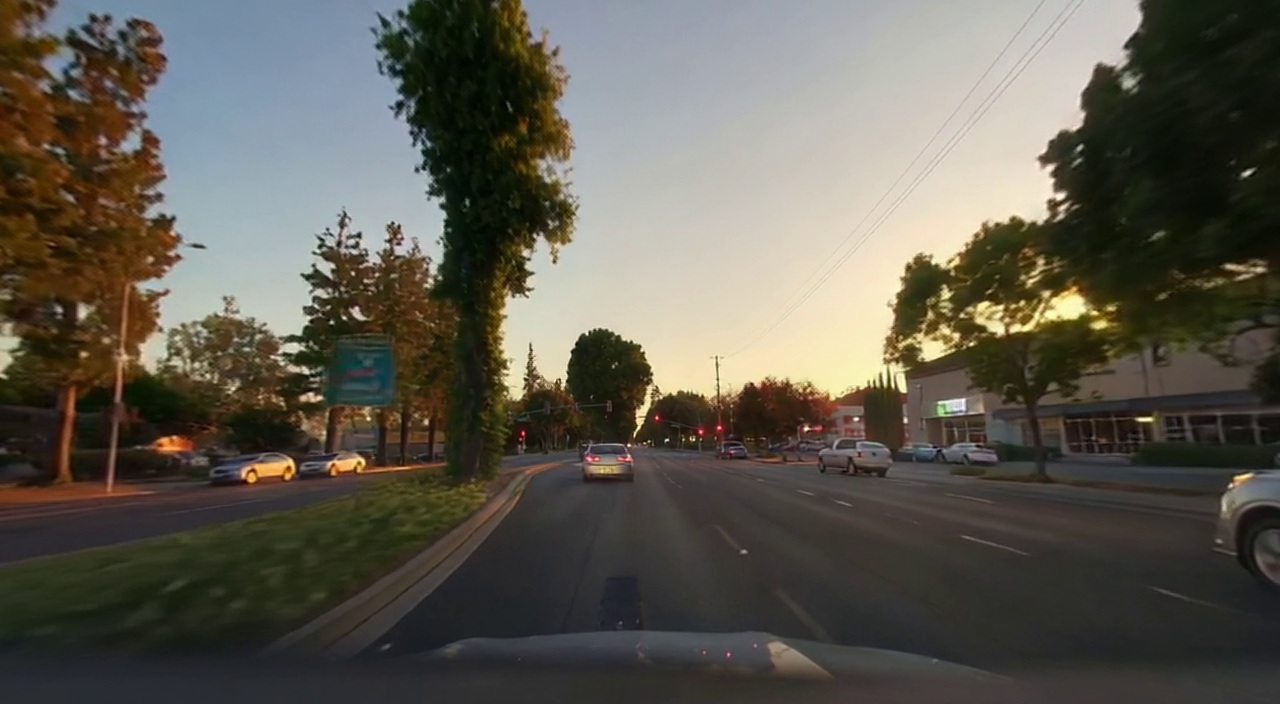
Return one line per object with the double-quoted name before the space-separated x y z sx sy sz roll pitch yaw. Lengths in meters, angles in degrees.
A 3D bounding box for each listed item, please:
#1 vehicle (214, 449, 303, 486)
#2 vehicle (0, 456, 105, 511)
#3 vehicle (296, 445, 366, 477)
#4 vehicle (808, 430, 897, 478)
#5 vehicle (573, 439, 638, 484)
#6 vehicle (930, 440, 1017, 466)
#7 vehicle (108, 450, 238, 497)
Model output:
"vehicle" -19.332 5.810 32.258 1.905 1.698 4.408 0 -8 -2
"vehicle" -19.265 3.925 18.887 2.083 1.481 5.103 0 -8 0
"vehicle" -19.035 6.730 39.218 2.027 1.831 4.644 0 -8 -1
"vehicle" 10.261 4.950 31.084 2.266 2.118 5.742 0 -8 -1
"vehicle" -1.272 3.949 23.141 2.185 1.473 3.925 0 -8 -4
"vehicle" 19.499 5.881 36.979 4.212 1.436 1.919 -6 -10 34
"vehicle" -19.112 4.941 26.168 1.896 1.620 4.542 -2 -8 1
